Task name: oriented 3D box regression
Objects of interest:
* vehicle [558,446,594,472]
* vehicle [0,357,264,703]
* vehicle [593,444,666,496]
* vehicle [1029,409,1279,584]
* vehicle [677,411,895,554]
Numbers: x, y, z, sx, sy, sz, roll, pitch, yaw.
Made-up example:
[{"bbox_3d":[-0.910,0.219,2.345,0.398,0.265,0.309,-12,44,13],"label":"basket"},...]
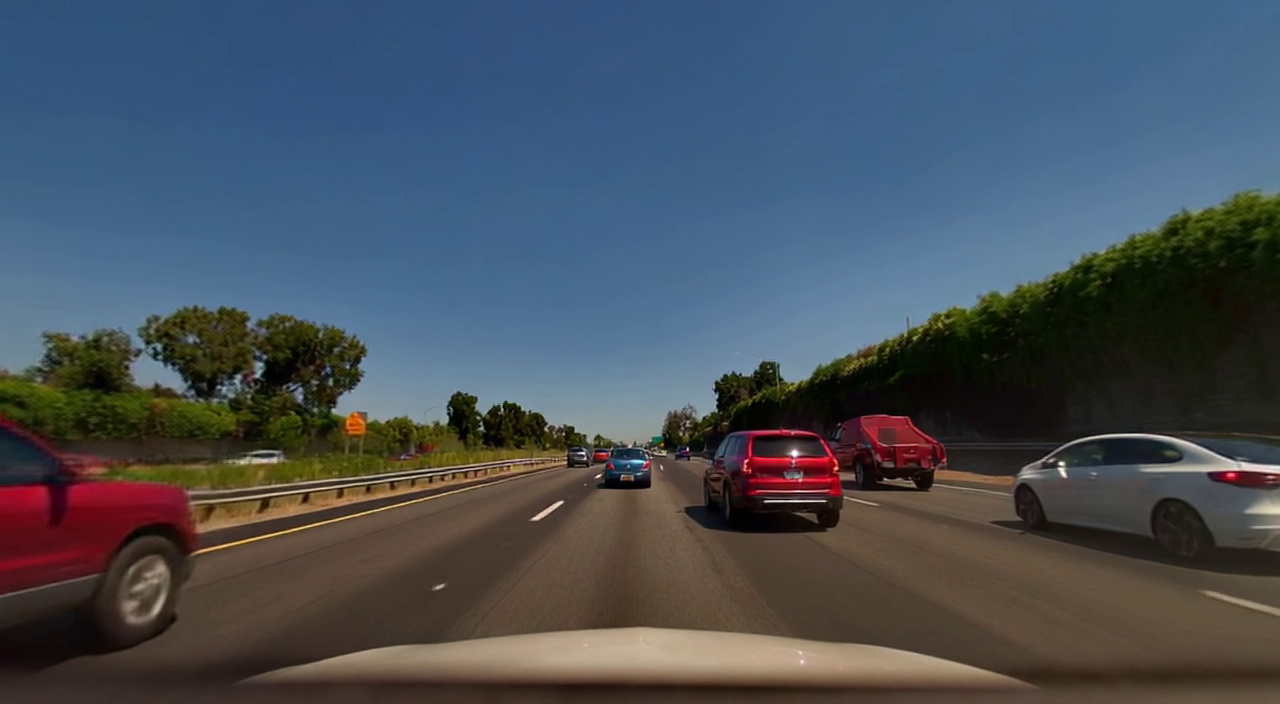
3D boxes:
[{"bbox_3d":[-4.158,7.019,41.586,1.889,1.600,4.043,0,-9,1],"label":"vehicle"},{"bbox_3d":[-4.277,0.881,3.007,2.047,1.755,4.638,0,-9,0],"label":"vehicle"},{"bbox_3d":[-0.283,3.781,20.556,2.157,1.495,4.038,0,-9,1],"label":"vehicle"},{"bbox_3d":[7.089,1.616,7.535,1.972,1.647,4.429,0,-9,-1],"label":"vehicle"},{"bbox_3d":[1.932,1.917,9.846,2.230,1.740,3.976,1,-9,-4],"label":"vehicle"}]
